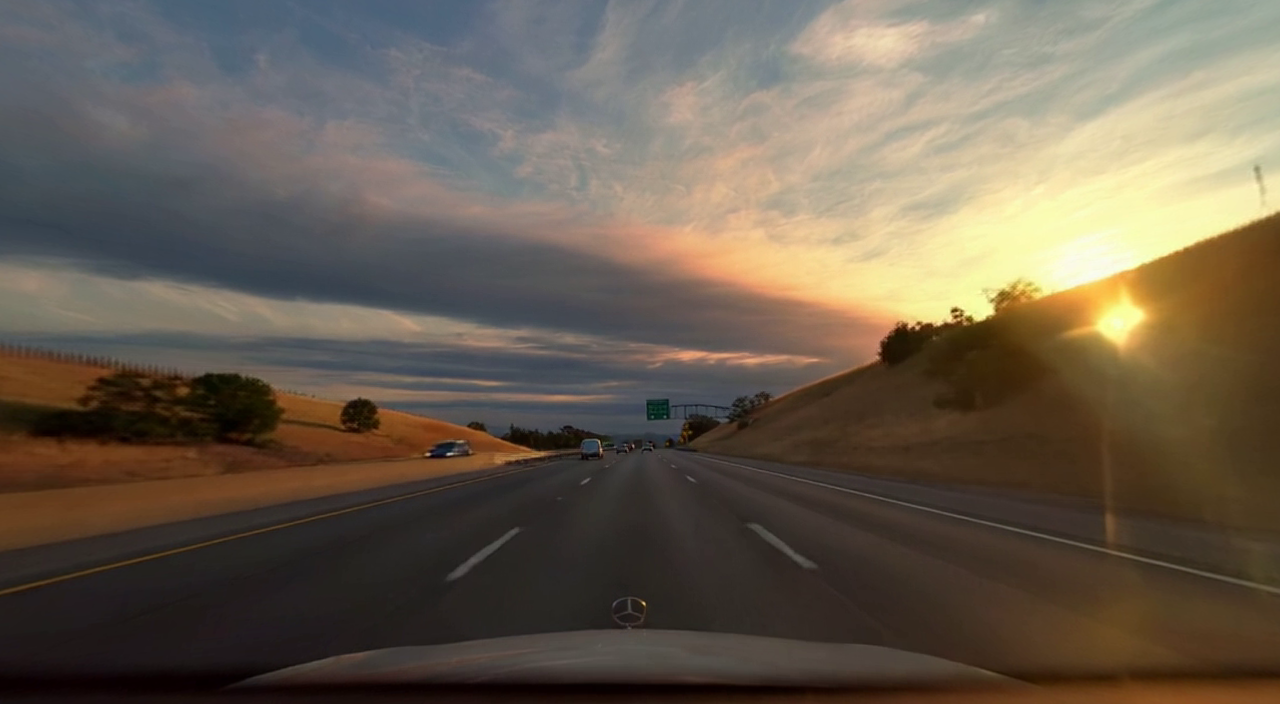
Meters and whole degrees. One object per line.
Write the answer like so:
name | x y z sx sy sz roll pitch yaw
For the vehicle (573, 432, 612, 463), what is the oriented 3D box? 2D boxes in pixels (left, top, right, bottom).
vehicle | -3.255 6.721 44.282 2.286 2.011 4.452 0 -8 1

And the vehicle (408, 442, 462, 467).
vehicle | -13.630 6.836 42.091 2.180 1.577 4.220 0 -8 1
